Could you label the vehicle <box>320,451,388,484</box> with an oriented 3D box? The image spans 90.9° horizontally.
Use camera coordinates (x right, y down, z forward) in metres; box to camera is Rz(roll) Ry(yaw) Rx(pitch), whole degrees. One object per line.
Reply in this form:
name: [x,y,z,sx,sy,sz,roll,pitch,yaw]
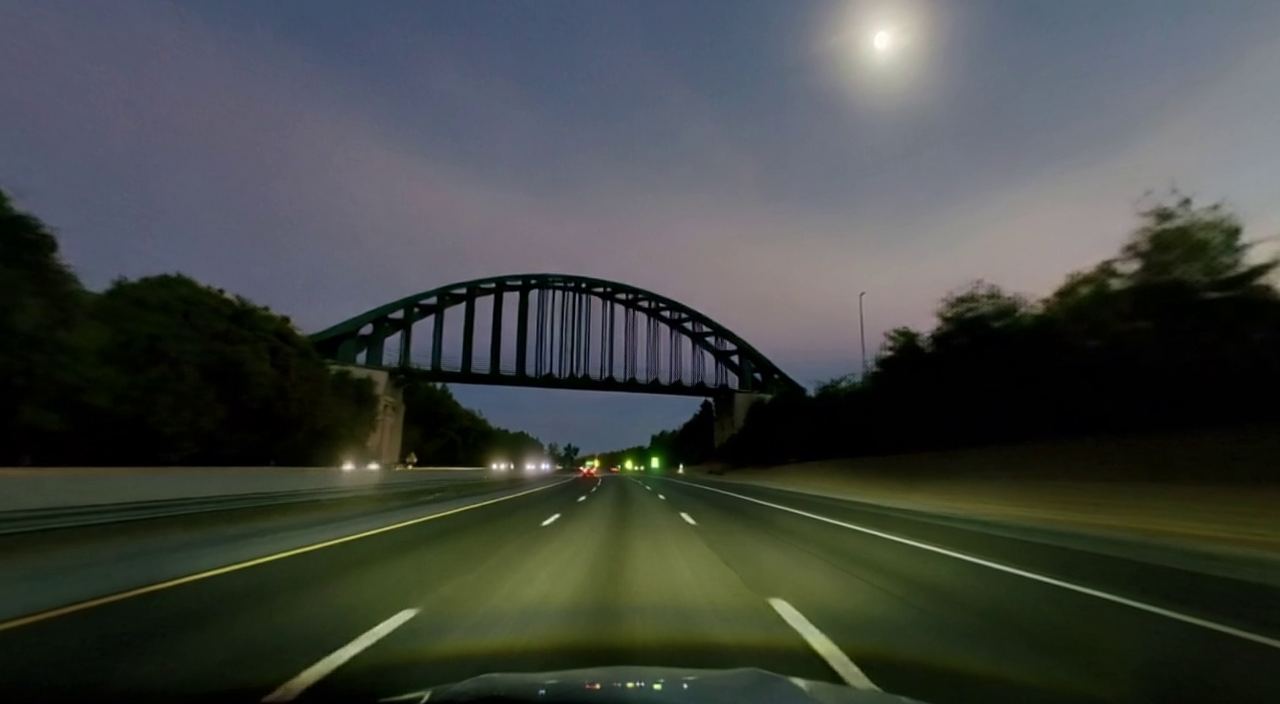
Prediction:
vehicle: [-16.375,6.673,36.353,1.973,1.717,4.397,1,-10,-2]
